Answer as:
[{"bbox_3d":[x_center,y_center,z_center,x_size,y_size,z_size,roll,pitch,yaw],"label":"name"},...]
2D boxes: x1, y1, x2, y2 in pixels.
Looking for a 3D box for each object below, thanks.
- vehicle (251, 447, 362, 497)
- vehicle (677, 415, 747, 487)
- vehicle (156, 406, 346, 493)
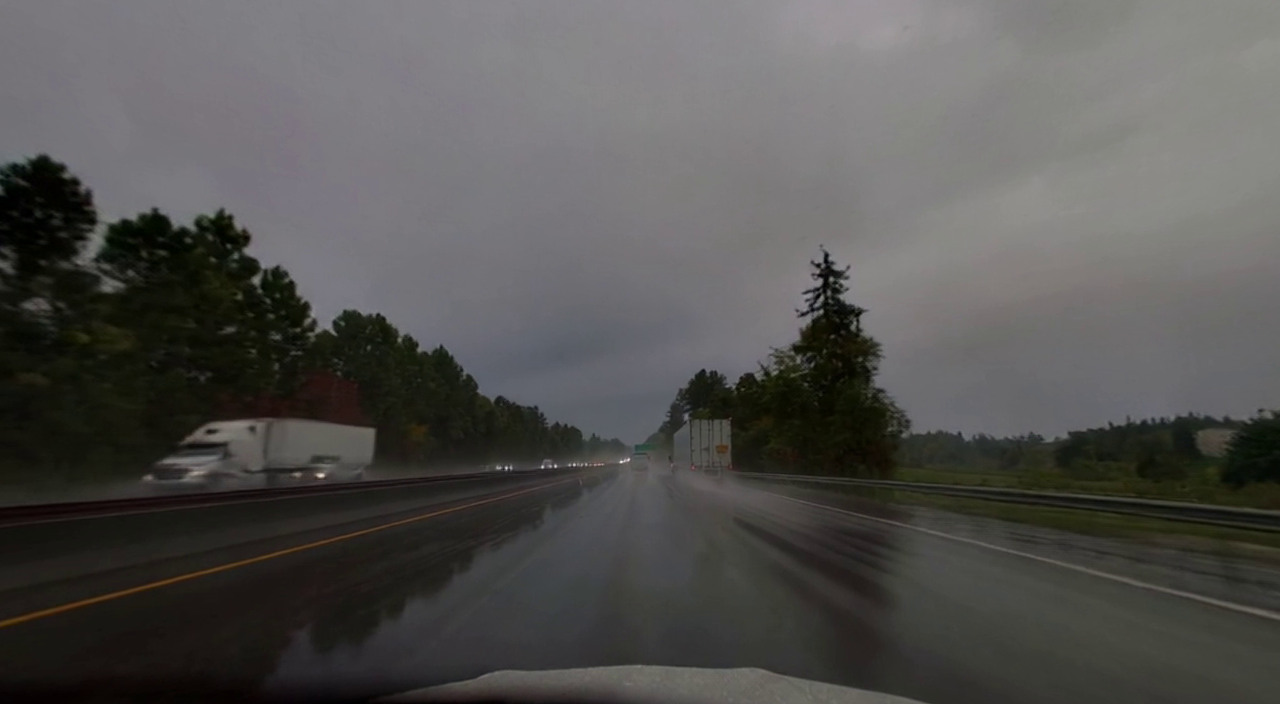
[{"bbox_3d":[-14.740,5.344,28.190,2.187,1.978,4.830,0,-10,1],"label":"vehicle"},{"bbox_3d":[4.450,6.814,42.338,3.139,3.999,13.840,1,-10,0],"label":"vehicle"},{"bbox_3d":[-19.288,5.134,32.431,2.956,3.690,10.391,0,-10,1],"label":"vehicle"}]
